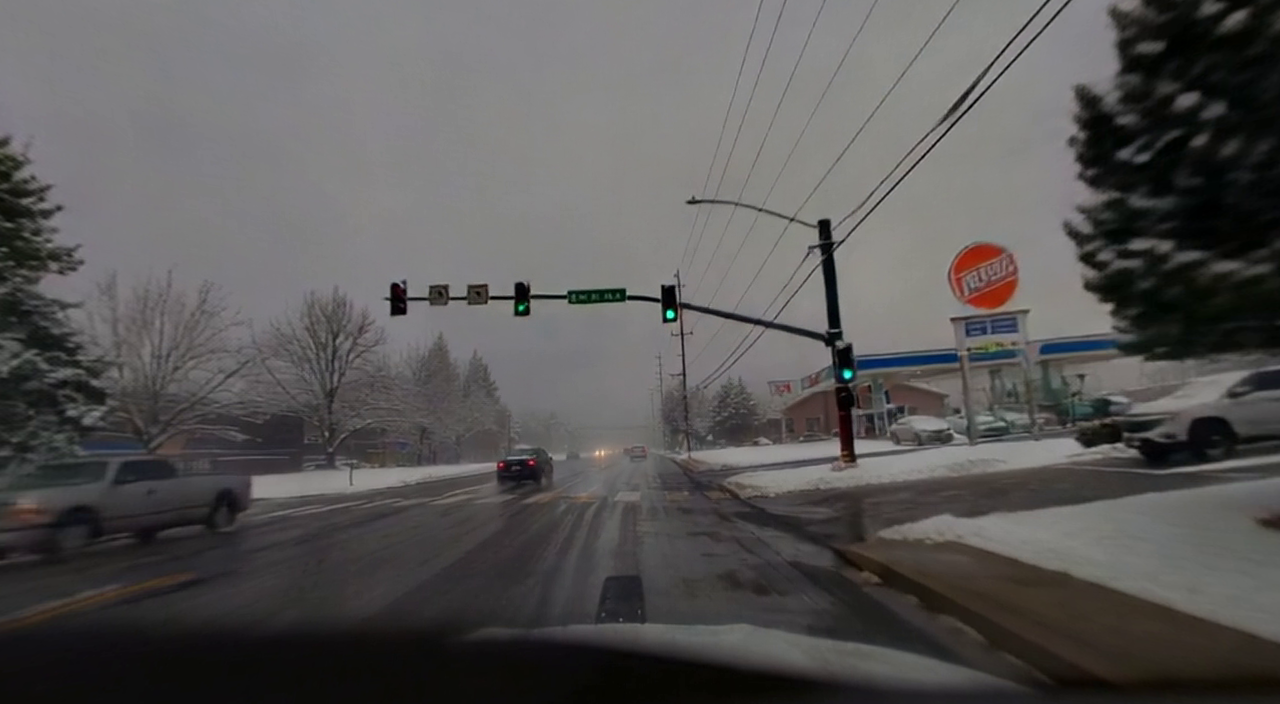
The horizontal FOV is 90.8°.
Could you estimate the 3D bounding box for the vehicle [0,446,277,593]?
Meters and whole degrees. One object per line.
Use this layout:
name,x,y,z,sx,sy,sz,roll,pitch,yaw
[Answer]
vehicle,-7.921,2.369,9.916,1.956,1.751,4.354,0,-8,-2

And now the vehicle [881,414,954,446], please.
vehicle,14.375,4.105,33.009,1.835,1.549,4.178,0,-8,-1

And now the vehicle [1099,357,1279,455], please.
vehicle,13.923,1.269,14.162,5.266,2.021,2.329,-1,-8,4

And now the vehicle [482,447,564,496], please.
vehicle,-3.836,3.969,21.483,1.943,1.455,4.414,0,-8,0

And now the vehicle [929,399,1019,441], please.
vehicle,17.441,3.664,33.298,2.014,2.048,4.717,0,-8,-1
